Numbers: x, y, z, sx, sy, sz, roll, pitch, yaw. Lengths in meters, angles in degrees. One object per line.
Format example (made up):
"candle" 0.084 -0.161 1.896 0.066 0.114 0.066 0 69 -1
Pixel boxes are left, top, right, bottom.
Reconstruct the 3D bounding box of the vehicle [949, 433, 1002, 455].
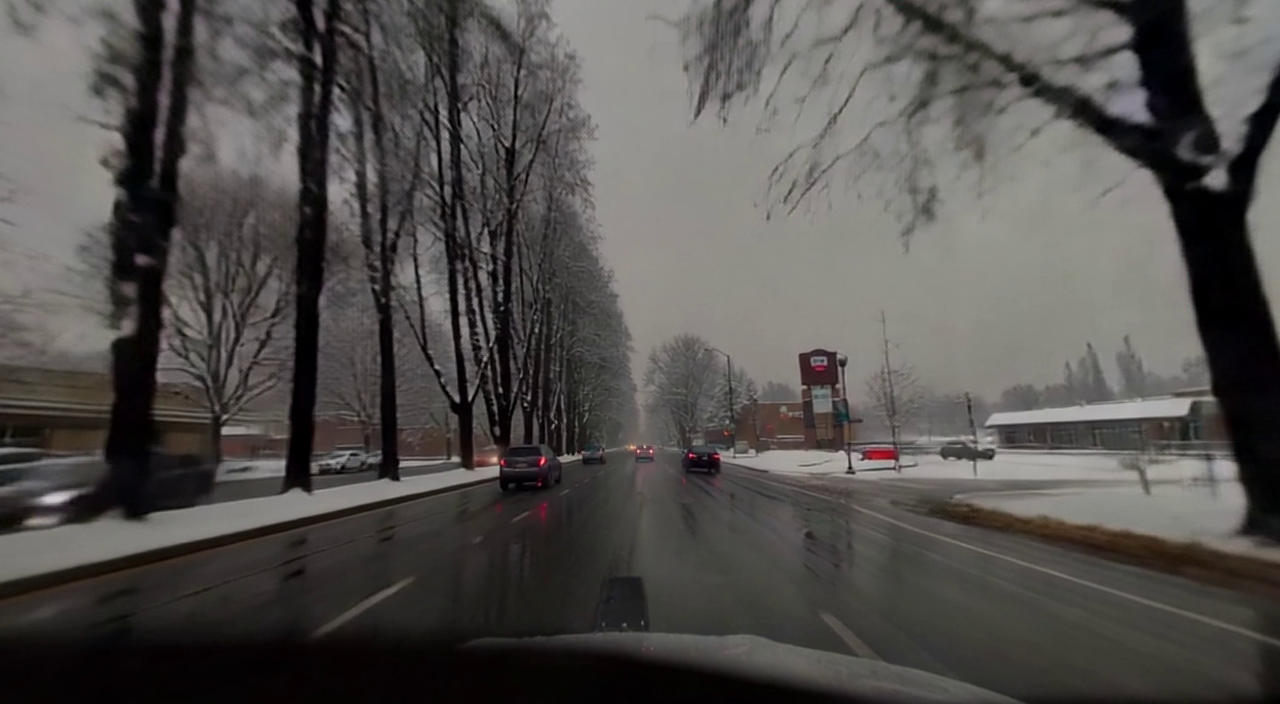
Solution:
"vehicle" 26.275 7.196 49.567 1.677 1.591 4.298 -1 -8 -2

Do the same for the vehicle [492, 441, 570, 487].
"vehicle" -3.766 3.973 22.655 1.908 1.481 4.536 0 -9 1

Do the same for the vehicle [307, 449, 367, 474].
"vehicle" -22.807 8.262 47.647 2.040 1.757 4.730 0 -9 1

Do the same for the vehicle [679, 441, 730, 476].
"vehicle" 3.033 5.085 30.321 1.922 1.579 3.642 0 -9 -2
